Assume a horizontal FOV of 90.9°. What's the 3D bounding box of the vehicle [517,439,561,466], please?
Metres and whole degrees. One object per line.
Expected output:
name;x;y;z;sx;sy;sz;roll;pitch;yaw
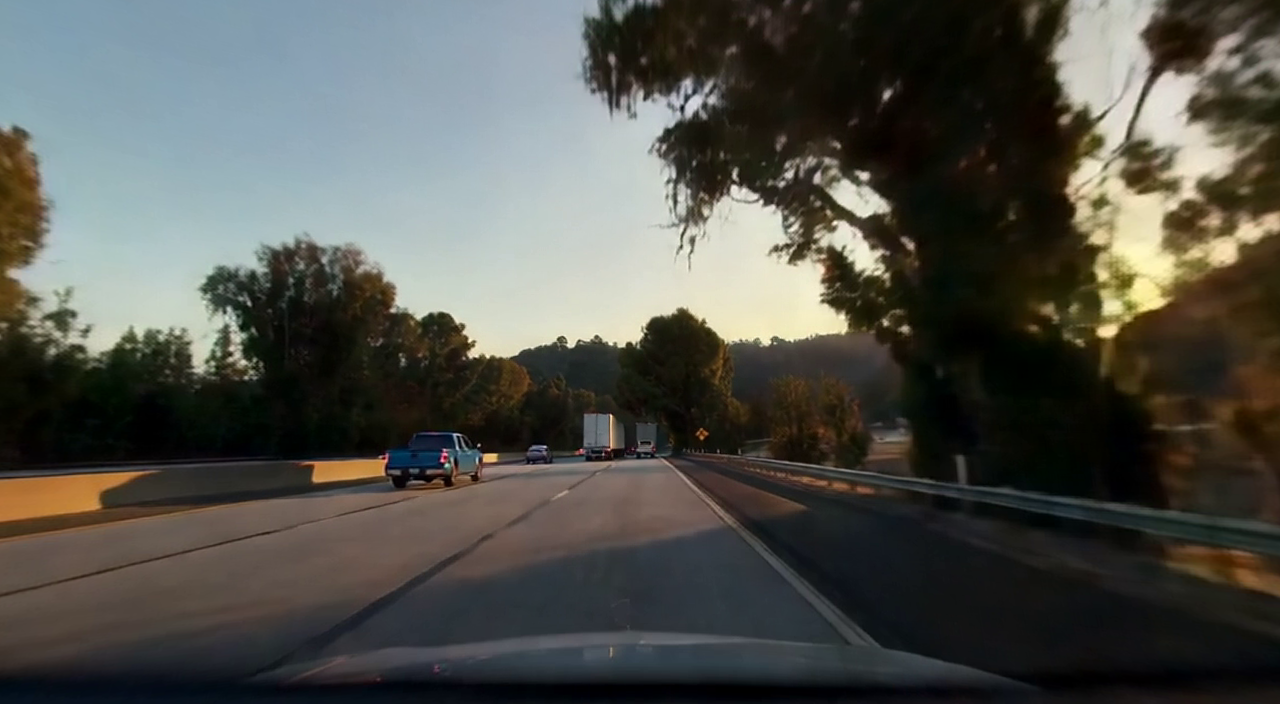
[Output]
vehicle;-7.262;7.291;45.978;2.258;1.785;5.318;0;-8;1

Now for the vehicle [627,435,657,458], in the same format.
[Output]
vehicle;0.134;7.072;47.044;2.072;1.630;4.529;0;-8;0

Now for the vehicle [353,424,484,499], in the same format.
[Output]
vehicle;-6.193;3.107;18.346;2.149;1.884;4.627;0;-8;-1
